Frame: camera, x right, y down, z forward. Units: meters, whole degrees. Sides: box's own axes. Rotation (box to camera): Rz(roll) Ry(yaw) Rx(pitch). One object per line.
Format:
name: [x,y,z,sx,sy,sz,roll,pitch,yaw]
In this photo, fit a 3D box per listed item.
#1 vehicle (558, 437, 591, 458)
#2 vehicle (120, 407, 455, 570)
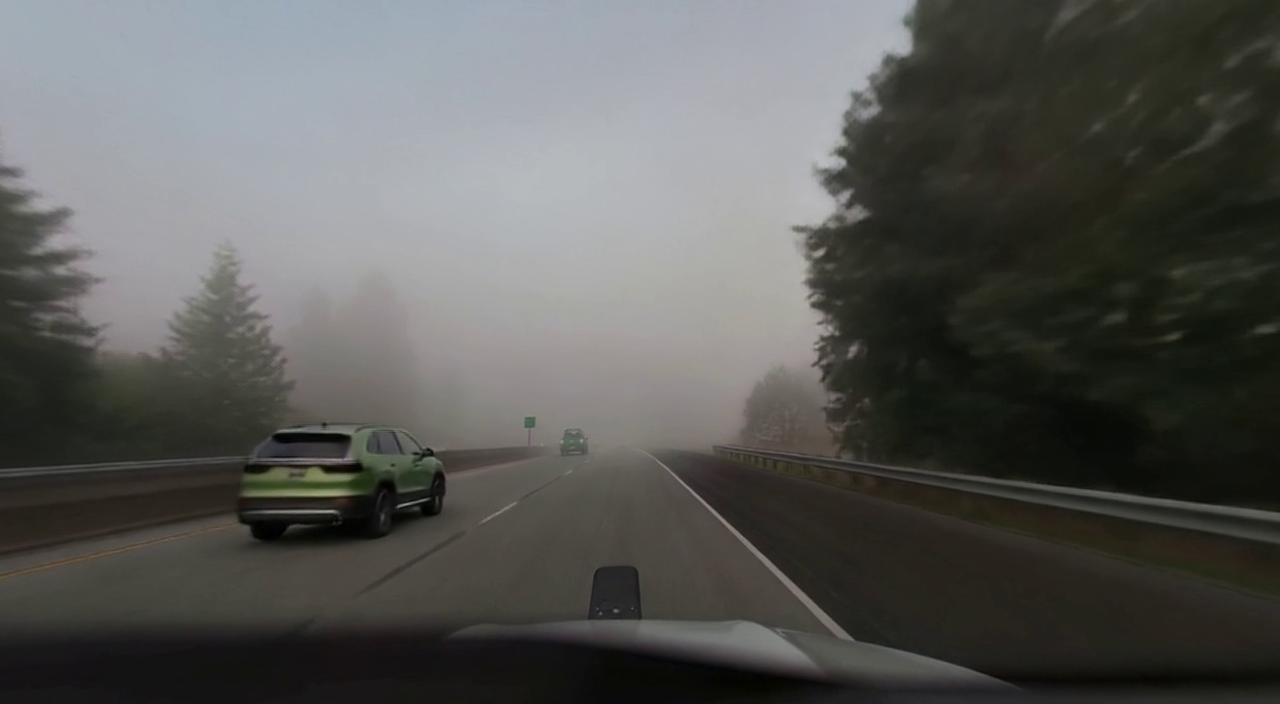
vehicle: [-4.798,7.080,46.737,2.063,1.496,4.225,0,-8,-1]
vehicle: [-4.263,1.695,8.745,2.070,1.647,4.577,0,-8,-1]
